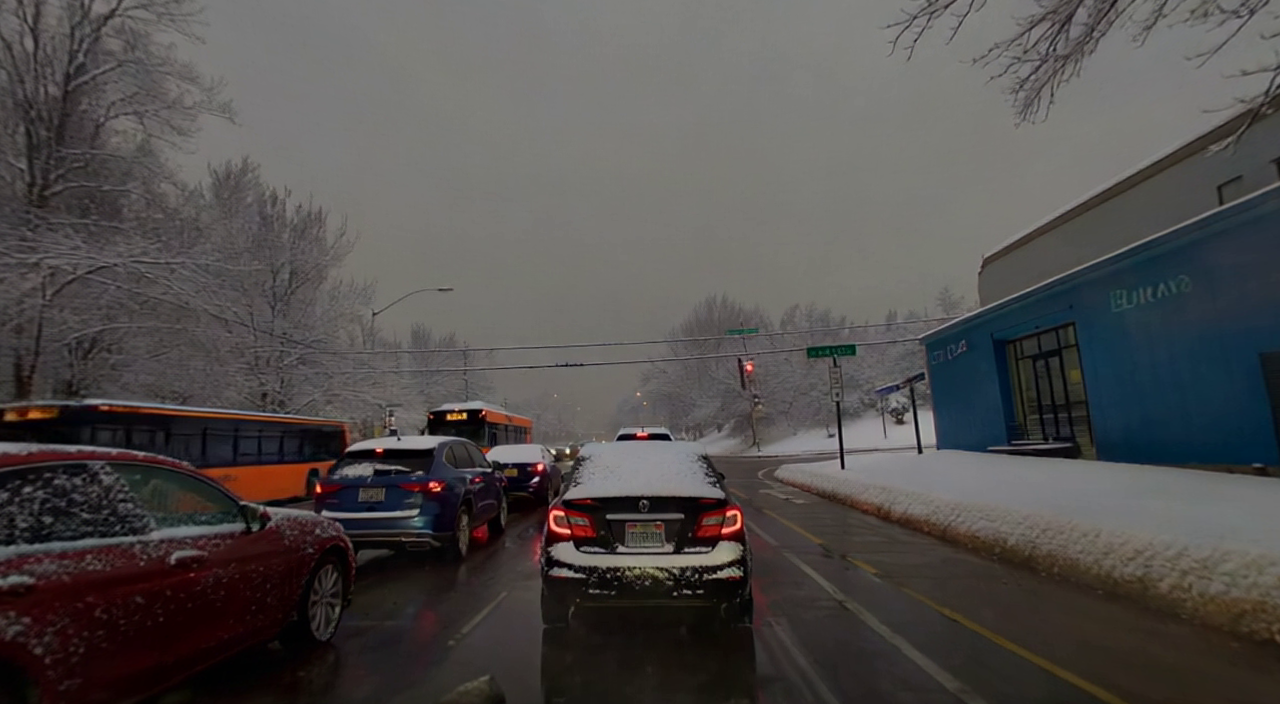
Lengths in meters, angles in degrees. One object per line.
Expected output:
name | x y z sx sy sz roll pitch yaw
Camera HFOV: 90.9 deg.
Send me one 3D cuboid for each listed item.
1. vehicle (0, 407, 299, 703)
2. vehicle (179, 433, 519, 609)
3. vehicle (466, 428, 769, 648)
vehicle | -3.169 0.872 1.713 1.867 1.486 4.452 0 -8 2
vehicle | -2.908 1.763 7.624 1.944 1.481 4.385 0 -8 1
vehicle | -0.134 1.531 6.185 2.031 1.461 3.763 0 -8 1
